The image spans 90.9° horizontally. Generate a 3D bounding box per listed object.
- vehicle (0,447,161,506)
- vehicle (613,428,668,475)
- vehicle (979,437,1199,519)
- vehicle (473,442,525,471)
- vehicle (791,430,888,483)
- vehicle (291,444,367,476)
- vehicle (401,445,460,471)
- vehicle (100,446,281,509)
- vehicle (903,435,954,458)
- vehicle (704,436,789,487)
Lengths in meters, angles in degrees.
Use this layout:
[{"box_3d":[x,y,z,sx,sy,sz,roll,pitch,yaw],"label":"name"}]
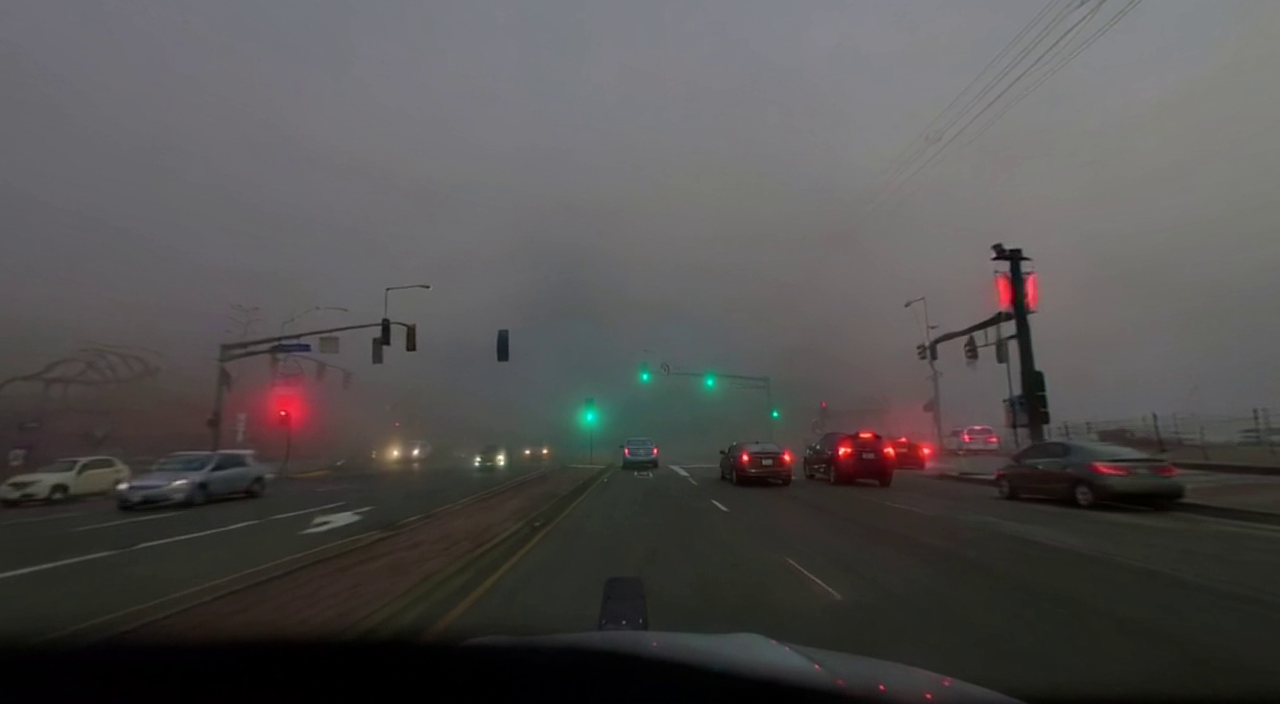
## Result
[{"box_3d":[-18.936,4.088,21.223,1.904,1.685,4.774,0,-8,0],"label":"vehicle"},{"box_3d":[0.038,4.321,27.606,2.210,1.861,4.280,0,-8,1],"label":"vehicle"},{"box_3d":[10.263,2.838,14.981,1.845,1.454,4.620,0,-6,0],"label":"vehicle"},{"box_3d":[-7.843,5.831,35.449,2.102,1.496,4.465,0,-8,-3],"label":"vehicle"},{"box_3d":[7.081,3.743,22.930,2.040,1.738,4.414,0,-8,-1],"label":"vehicle"},{"box_3d":[-18.813,6.549,38.431,2.111,1.799,4.898,0,-9,1],"label":"vehicle"},{"box_3d":[-12.613,6.387,38.280,1.887,1.453,4.696,0,-8,1],"label":"vehicle"},{"box_3d":[-12.215,3.387,17.536,2.087,1.499,3.939,0,-8,0],"label":"vehicle"},{"box_3d":[19.924,6.542,43.716,1.807,1.491,3.858,-1,-8,2],"label":"vehicle"},{"box_3d":[3.375,3.580,20.968,1.963,1.484,4.609,0,-8,-1],"label":"vehicle"}]
